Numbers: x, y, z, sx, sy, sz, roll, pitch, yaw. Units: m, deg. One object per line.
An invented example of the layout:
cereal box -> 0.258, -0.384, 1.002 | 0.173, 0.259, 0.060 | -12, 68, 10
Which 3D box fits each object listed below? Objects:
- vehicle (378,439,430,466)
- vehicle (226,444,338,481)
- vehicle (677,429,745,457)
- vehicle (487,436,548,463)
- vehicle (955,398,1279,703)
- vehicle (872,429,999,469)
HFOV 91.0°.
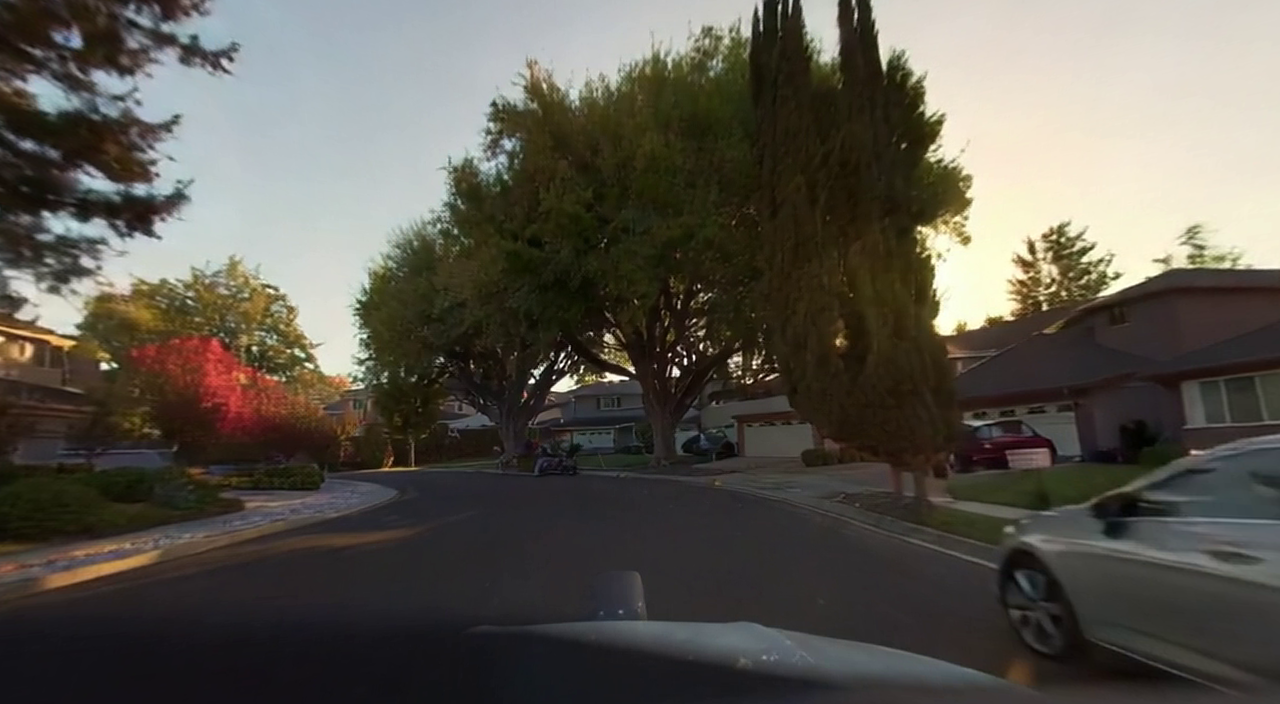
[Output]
vehicle -> -17.637, 7.505, 47.272 | 1.987, 1.484, 4.477 | -1, -3, 4
vehicle -> -16.911, 5.201, 29.791 | 4.330, 1.657, 2.037 | -3, -9, 15
vehicle -> 4.900, 6.246, 42.899 | 2.208, 1.773, 5.065 | -7, -11, 39
vehicle -> -8.526, 6.846, 44.367 | 2.064, 1.758, 5.132 | -3, -9, 16
vehicle -> 3.441, 0.914, 2.335 | 1.998, 1.489, 4.722 | 0, -9, -1
vehicle -> 11.374, 3.718, 24.277 | 4.252, 1.429, 1.907 | 3, -9, -20
